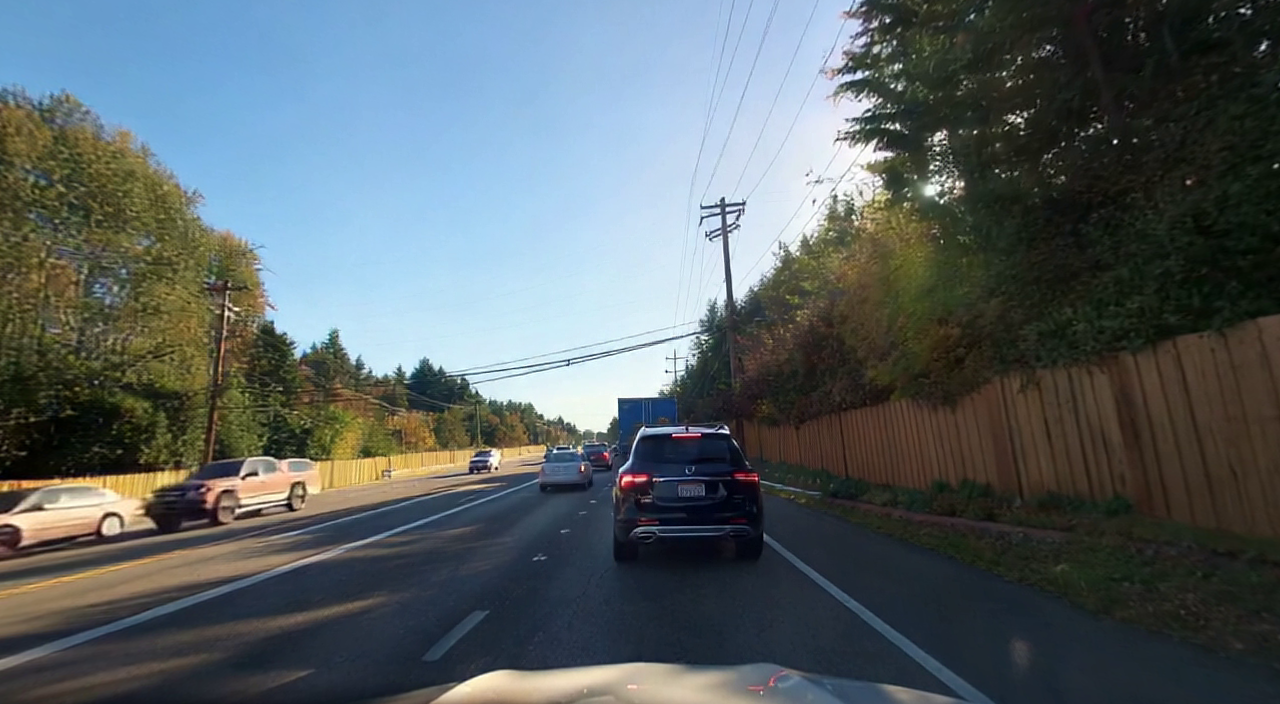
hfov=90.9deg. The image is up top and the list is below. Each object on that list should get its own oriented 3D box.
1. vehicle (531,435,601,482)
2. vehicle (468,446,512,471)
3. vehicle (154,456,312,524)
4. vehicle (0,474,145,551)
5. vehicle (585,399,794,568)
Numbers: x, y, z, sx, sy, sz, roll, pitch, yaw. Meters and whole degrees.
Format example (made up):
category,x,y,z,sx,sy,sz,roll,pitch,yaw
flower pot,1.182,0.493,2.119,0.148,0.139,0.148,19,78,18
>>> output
category,x,y,z,sx,sy,sz,roll,pitch,yaw
vehicle,-2.712,4.062,24.231,2.037,1.639,4.213,0,-9,2
vehicle,-11.682,8.325,49.535,2.187,1.863,5.152,0,-9,0
vehicle,-11.495,3.876,18.197,1.893,1.662,3.966,0,-9,0
vehicle,-14.805,3.844,15.204,2.024,1.467,4.584,-4,-9,0
vehicle,0.488,1.674,8.683,2.174,1.749,4.113,0,-9,-1
